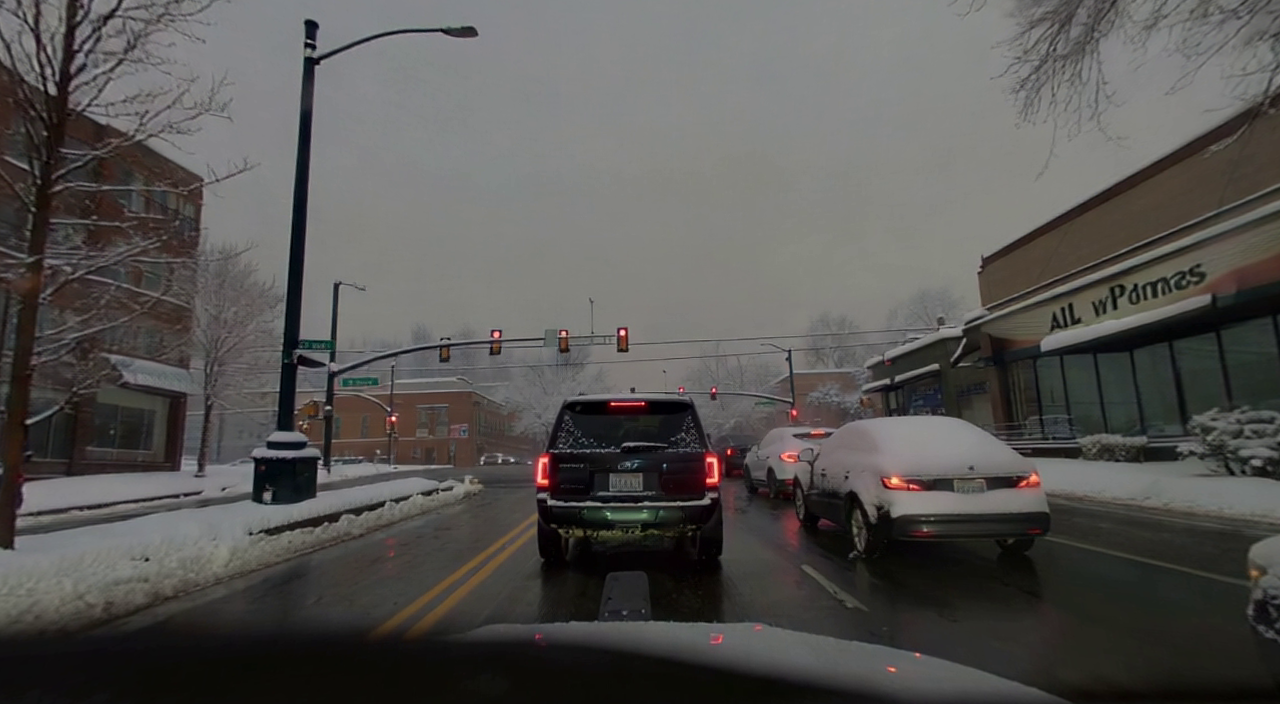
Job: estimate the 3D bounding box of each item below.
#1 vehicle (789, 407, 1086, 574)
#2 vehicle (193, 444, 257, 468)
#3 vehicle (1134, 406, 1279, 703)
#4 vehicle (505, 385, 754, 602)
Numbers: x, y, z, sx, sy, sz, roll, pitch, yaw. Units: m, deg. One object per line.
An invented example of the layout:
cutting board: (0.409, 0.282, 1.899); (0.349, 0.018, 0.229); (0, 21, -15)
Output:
vehicle: (3.617, 1.762, 8.796); (2.036, 1.719, 4.318); (0, -8, 0)
vehicle: (-27.439, 6.872, 41.862); (1.693, 1.563, 3.716); (0, -8, 0)
vehicle: (3.364, 0.715, 0.770); (1.884, 1.484, 4.609); (0, -8, 2)
vehicle: (-0.004, 1.537, 7.689); (2.154, 1.861, 4.280); (0, -8, 3)
